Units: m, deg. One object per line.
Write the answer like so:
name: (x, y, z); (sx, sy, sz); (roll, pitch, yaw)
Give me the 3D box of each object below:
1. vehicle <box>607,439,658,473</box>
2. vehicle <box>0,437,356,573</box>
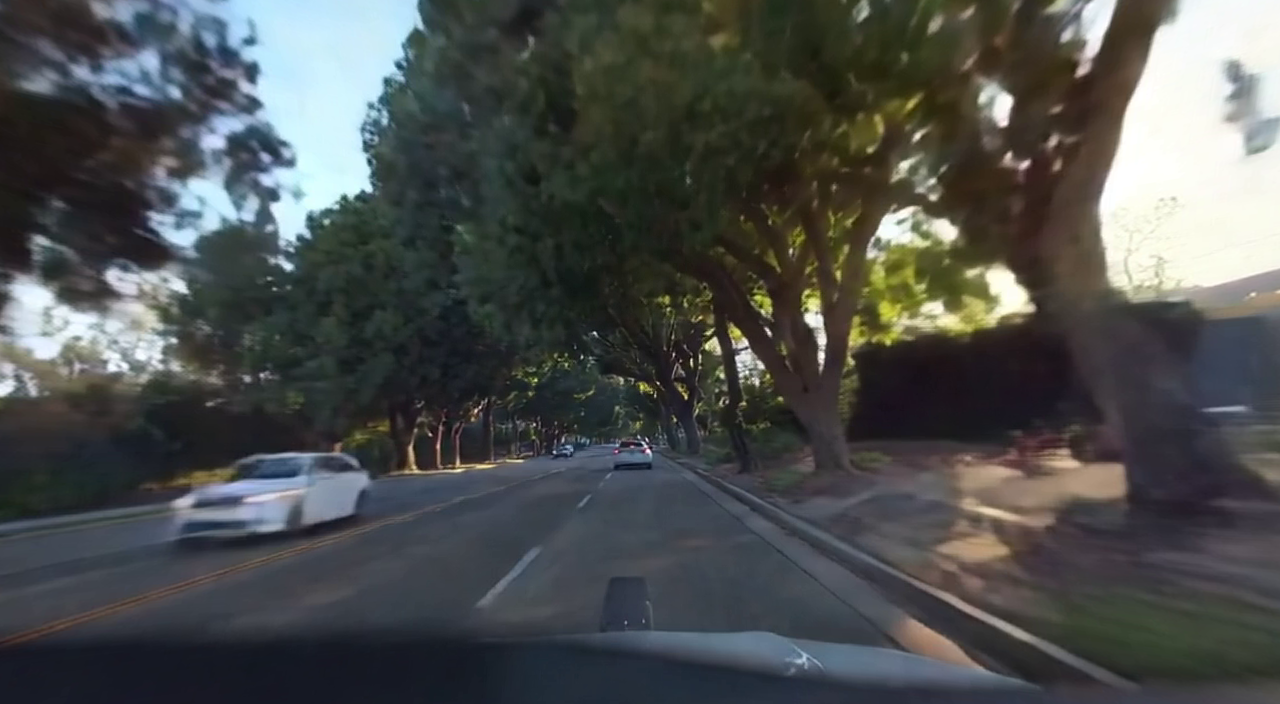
vehicle: (-0.291, 4.861, 29.662); (2.153, 1.461, 4.374); (-1, -8, 2)
vehicle: (-6.511, 2.132, 9.702); (2.142, 1.436, 4.612); (-4, -8, 0)
